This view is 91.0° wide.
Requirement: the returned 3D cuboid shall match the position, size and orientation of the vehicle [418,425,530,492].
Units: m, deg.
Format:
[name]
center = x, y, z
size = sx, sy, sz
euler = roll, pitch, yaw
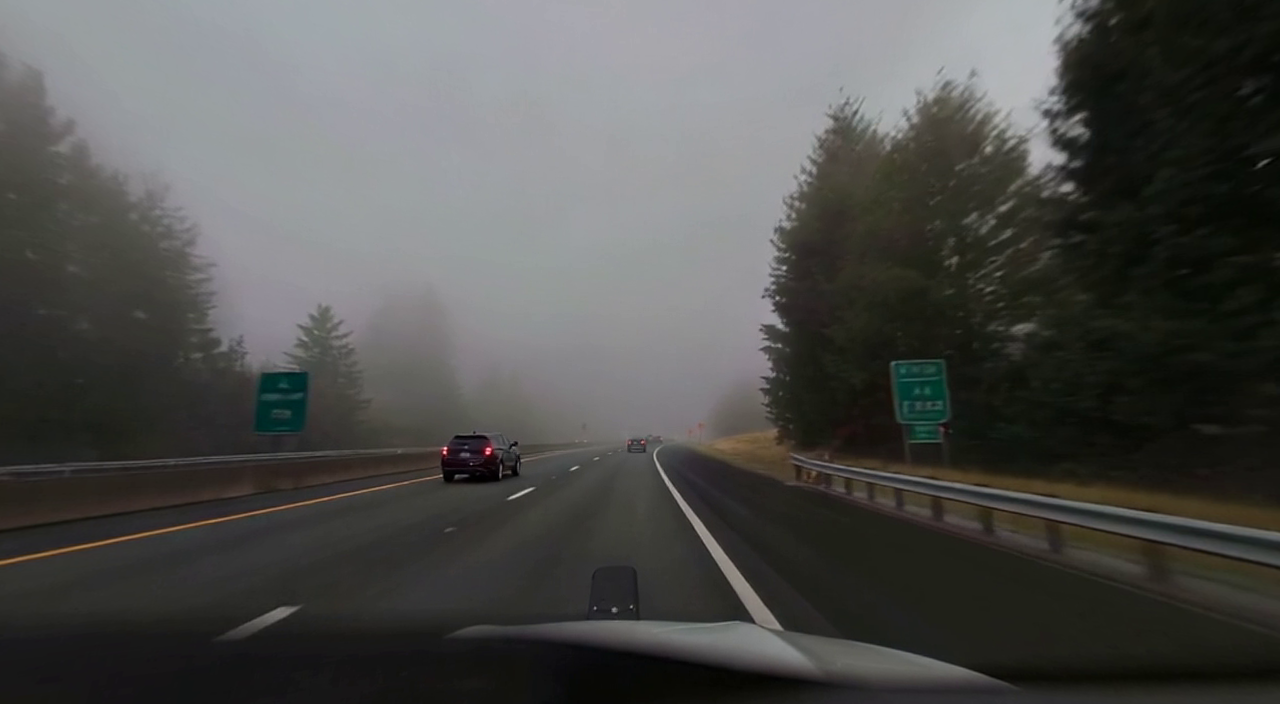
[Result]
[vehicle]
center = -4.616, 3.035, 18.275
size = 2.075, 1.653, 4.317
euler = -1, -8, 0
